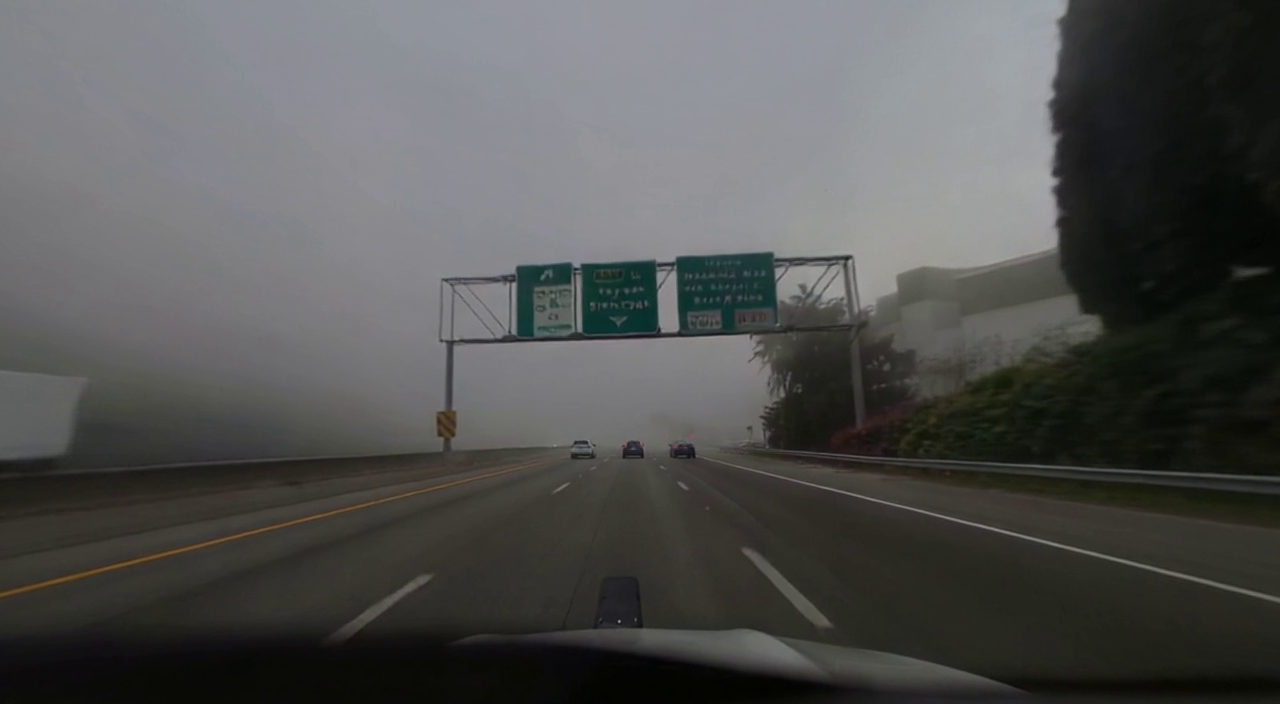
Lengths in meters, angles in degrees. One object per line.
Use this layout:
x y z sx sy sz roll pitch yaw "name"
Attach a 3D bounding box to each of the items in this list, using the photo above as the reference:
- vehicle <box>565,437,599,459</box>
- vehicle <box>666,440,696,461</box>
-4.482 7.521 49.133 2.271 1.626 4.463 0 -8 -1 "vehicle"
3.100 7.572 48.406 1.992 1.532 3.996 0 -8 -1 "vehicle"
